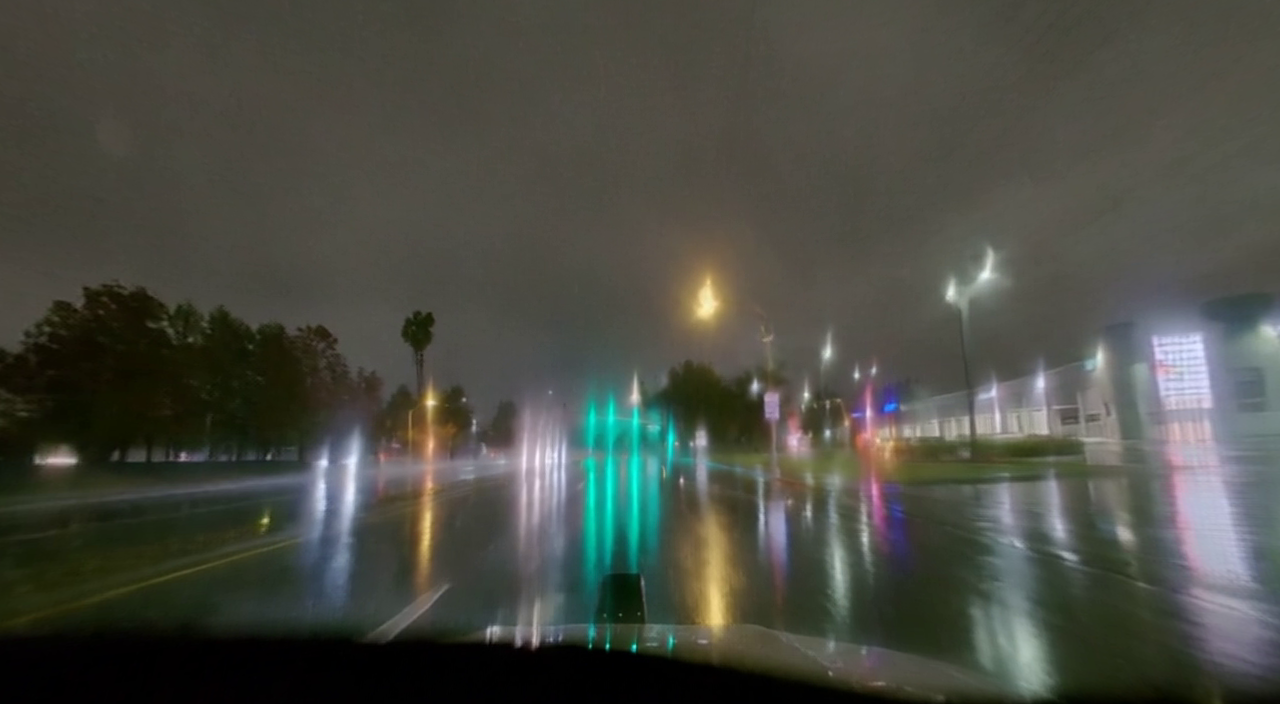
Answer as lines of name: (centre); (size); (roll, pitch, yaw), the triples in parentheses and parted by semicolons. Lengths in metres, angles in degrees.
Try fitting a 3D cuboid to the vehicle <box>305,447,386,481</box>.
vehicle: (-16.007, 6.094, 34.678); (2.131, 1.679, 4.554); (-1, -8, 2)
